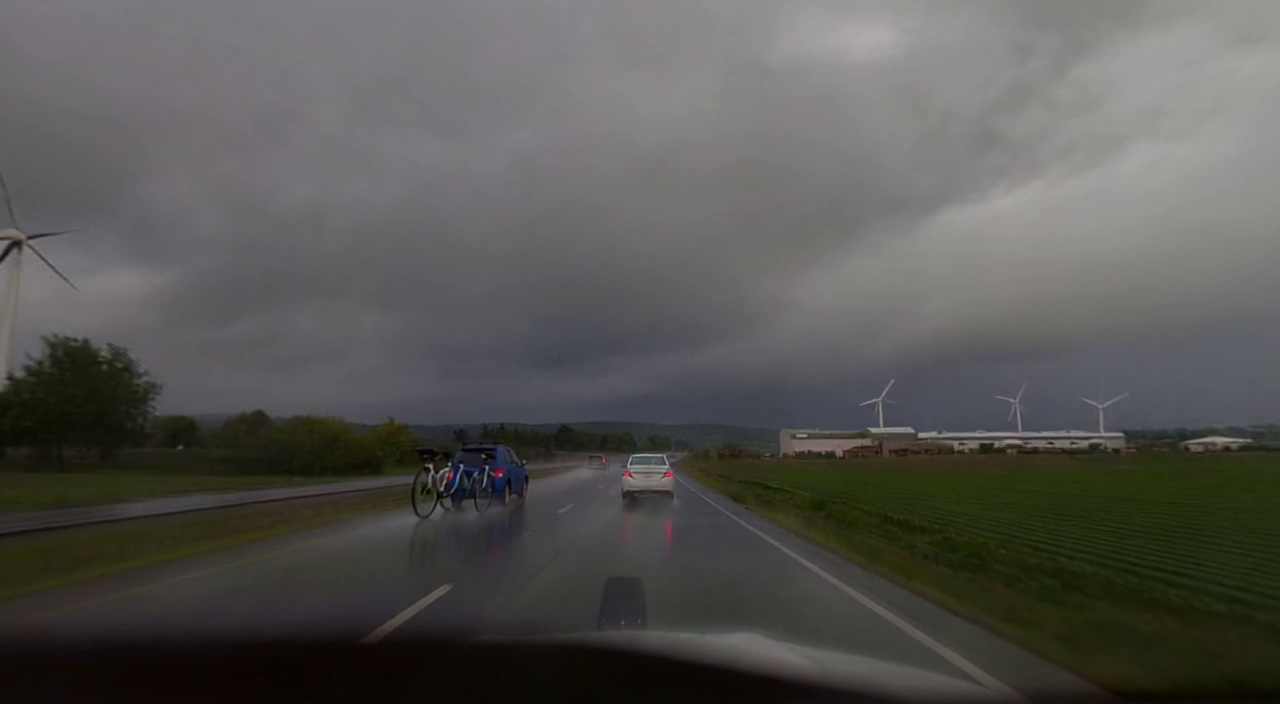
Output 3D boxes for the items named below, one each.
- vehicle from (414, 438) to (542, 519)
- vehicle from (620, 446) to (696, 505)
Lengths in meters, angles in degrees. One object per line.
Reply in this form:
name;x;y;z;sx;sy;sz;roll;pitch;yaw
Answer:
vehicle;-3.755;2.997;15.396;1.962;1.681;4.033;0;-9;1
vehicle;0.457;3.654;19.068;2.063;1.582;3.955;0;-9;-1
